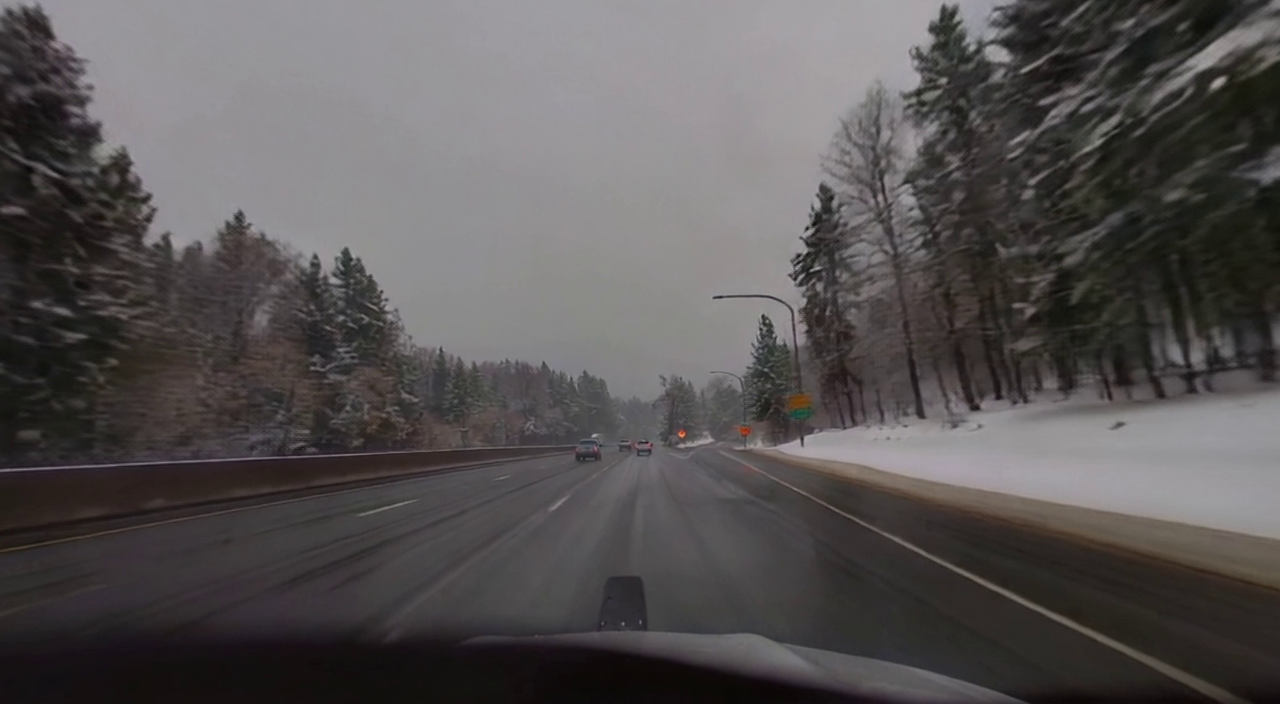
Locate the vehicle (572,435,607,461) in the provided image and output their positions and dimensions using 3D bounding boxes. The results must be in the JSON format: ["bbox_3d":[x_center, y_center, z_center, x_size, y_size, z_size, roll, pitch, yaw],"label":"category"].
[{"bbox_3d":[-3.581,6.925,45.561,2.129,1.742,4.217,-1,-8,1],"label":"vehicle"}]
